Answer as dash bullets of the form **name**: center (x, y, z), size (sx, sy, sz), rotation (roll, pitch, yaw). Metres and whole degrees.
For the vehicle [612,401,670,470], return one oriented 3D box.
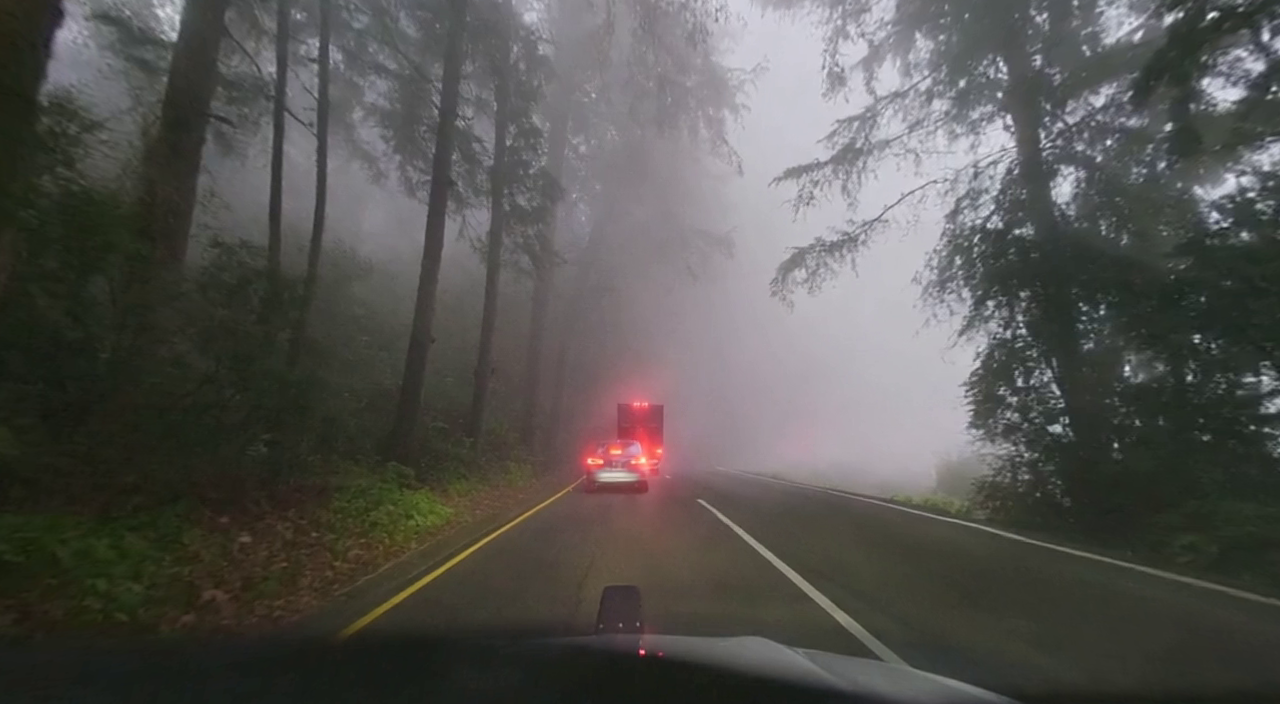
- **vehicle**: center (-0.012, 5.338, 39.513), size (3.085, 3.682, 11.755), rotation (0, -9, -1)

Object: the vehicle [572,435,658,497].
- **vehicle**: center (-0.597, 3.097, 17.445), size (2.076, 1.490, 4.078), rotation (0, -9, 0)
